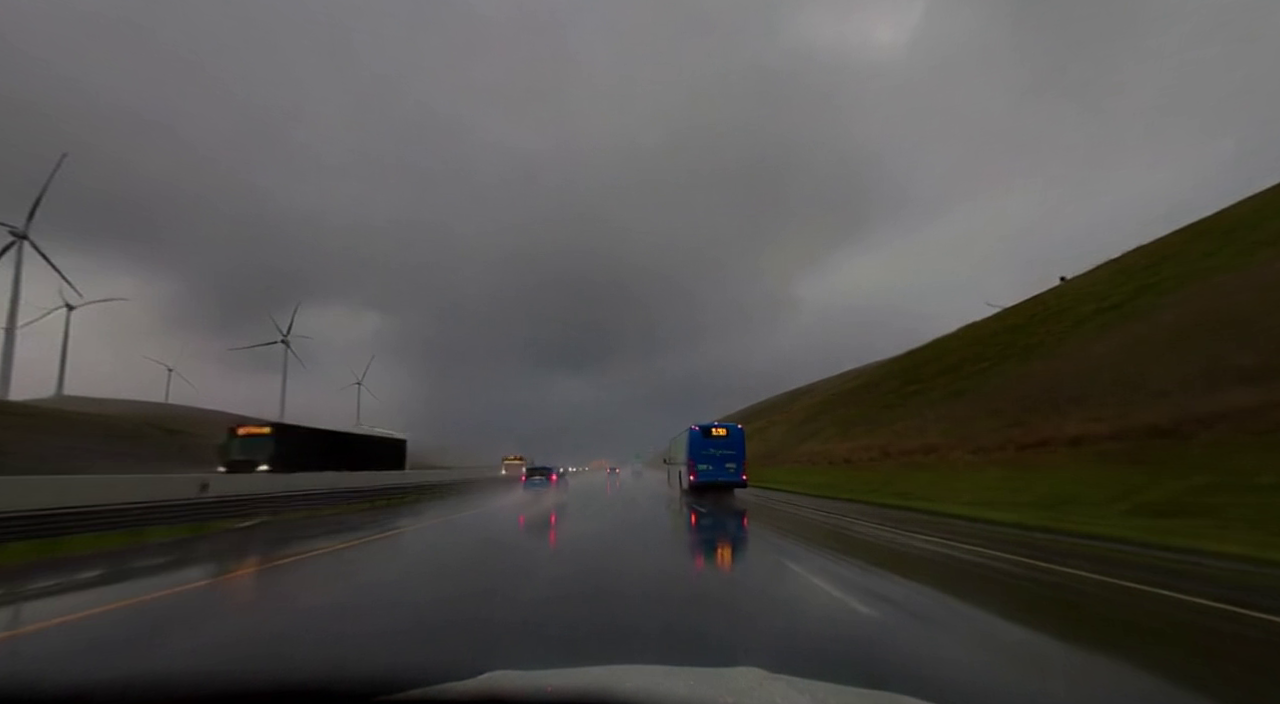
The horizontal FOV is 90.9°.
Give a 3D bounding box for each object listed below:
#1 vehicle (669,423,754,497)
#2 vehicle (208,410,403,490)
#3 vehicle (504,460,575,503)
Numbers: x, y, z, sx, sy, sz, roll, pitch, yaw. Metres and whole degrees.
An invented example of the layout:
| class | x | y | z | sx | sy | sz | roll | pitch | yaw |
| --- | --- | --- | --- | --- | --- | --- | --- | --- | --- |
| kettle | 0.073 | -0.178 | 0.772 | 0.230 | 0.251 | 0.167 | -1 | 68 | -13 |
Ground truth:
| class | x | y | z | sx | sy | sz | roll | pitch | yaw |
| --- | --- | --- | --- | --- | --- | --- | --- | --- | --- |
| vehicle | 3.819 | 6.634 | 38.179 | 2.941 | 3.574 | 14.463 | 1 | -10 | -2 |
| vehicle | -19.288 | 6.274 | 38.817 | 3.201 | 3.814 | 16.570 | 1 | -10 | -1 |
| vehicle | -3.988 | 5.230 | 25.693 | 2.213 | 1.568 | 4.274 | 1 | -10 | -1 |
